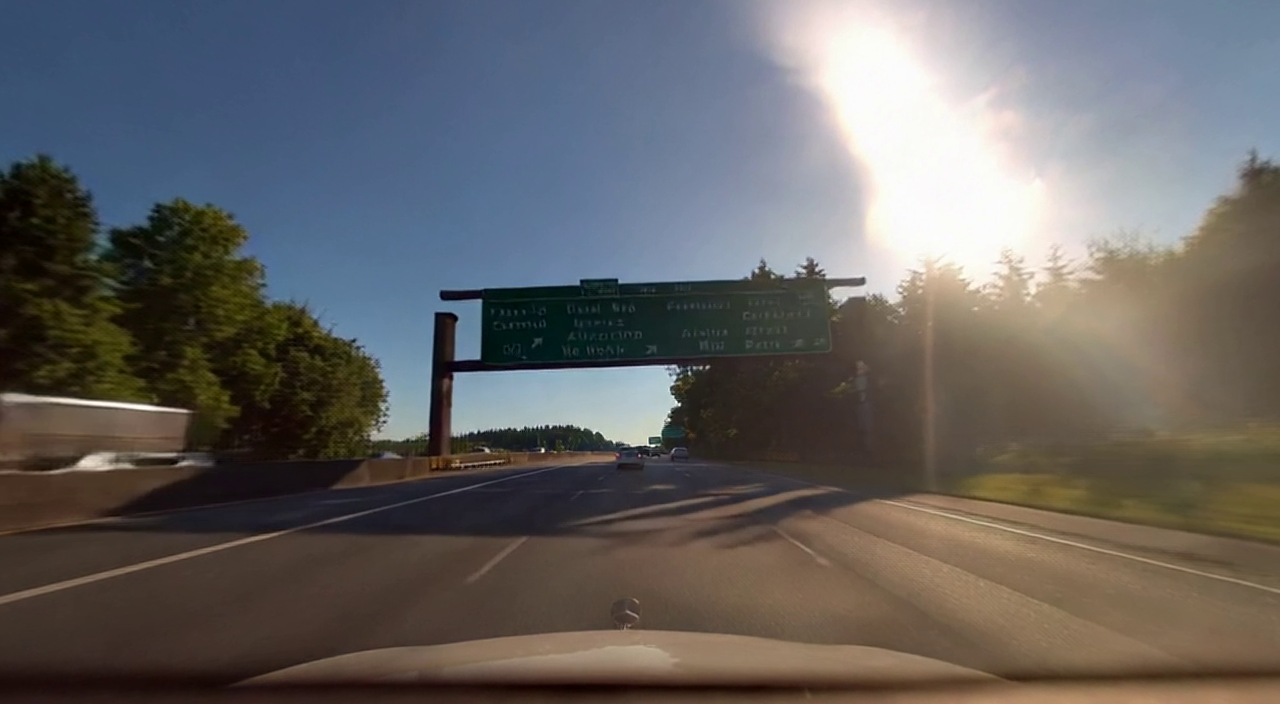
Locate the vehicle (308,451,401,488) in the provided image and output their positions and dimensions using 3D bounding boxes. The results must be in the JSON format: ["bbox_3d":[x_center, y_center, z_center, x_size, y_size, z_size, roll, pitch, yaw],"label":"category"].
[{"bbox_3d":[-12.847,5.286,28.674,2.058,1.470,4.473,0,-9,1],"label":"vehicle"}]

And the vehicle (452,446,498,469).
[{"bbox_3d":[-11.714,7.496,44.986,1.969,1.539,4.538,0,-9,1],"label":"vehicle"}]

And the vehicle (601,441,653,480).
[{"bbox_3d":[-0.482,4.683,27.312,1.936,1.545,4.116,-1,-9,3],"label":"vehicle"}]

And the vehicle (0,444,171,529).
[{"bbox_3d":[-12.311,2.668,12.953,1.892,1.493,4.444,0,-9,0],"label":"vehicle"}]

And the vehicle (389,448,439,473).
[{"bbox_3d":[-16.542,7.939,46.326,1.951,1.749,4.298,0,-9,1],"label":"vehicle"}]
